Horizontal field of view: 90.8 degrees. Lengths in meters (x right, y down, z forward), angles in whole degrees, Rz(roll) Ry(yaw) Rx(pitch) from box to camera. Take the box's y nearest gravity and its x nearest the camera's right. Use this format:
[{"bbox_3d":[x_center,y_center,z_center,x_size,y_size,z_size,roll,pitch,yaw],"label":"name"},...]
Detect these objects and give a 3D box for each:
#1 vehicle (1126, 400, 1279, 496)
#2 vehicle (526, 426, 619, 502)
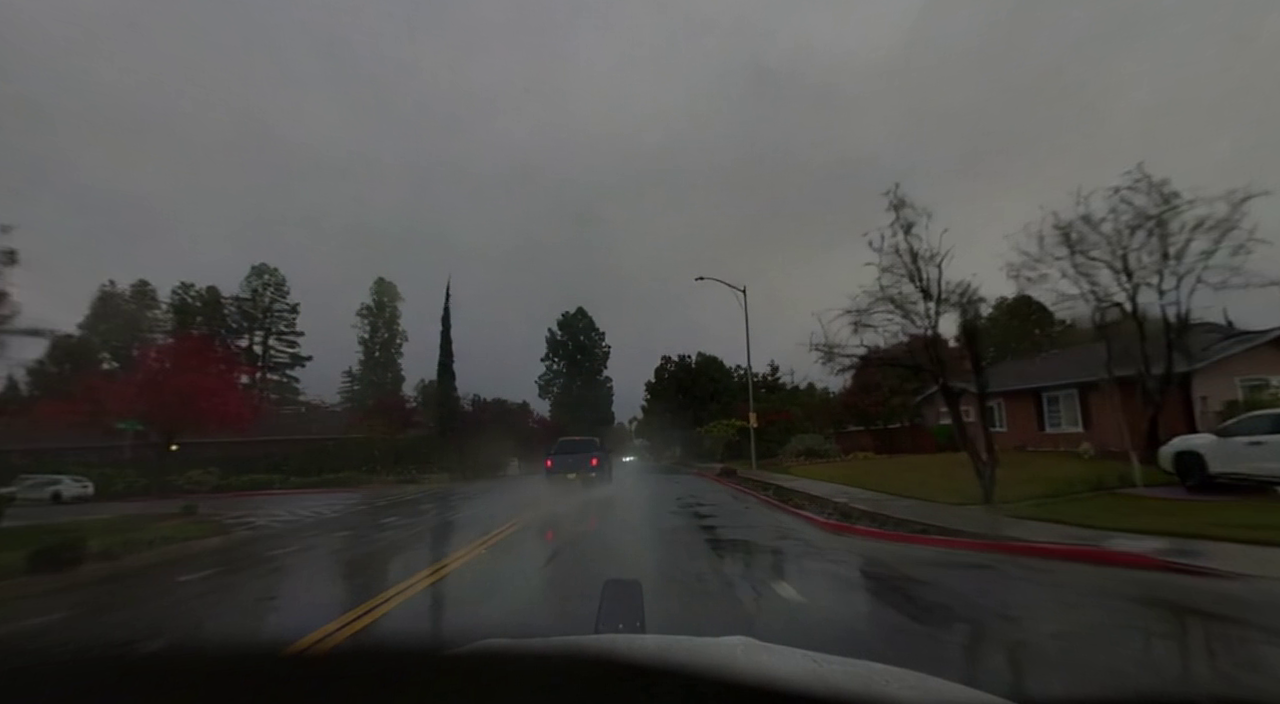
[{"bbox_3d":[9.474,1.312,8.570,1.922,1.263,4.664,1,-8,-3],"label":"vehicle"},{"bbox_3d":[-1.905,3.373,19.499,2.210,2.023,4.663,0,-8,2],"label":"vehicle"}]
